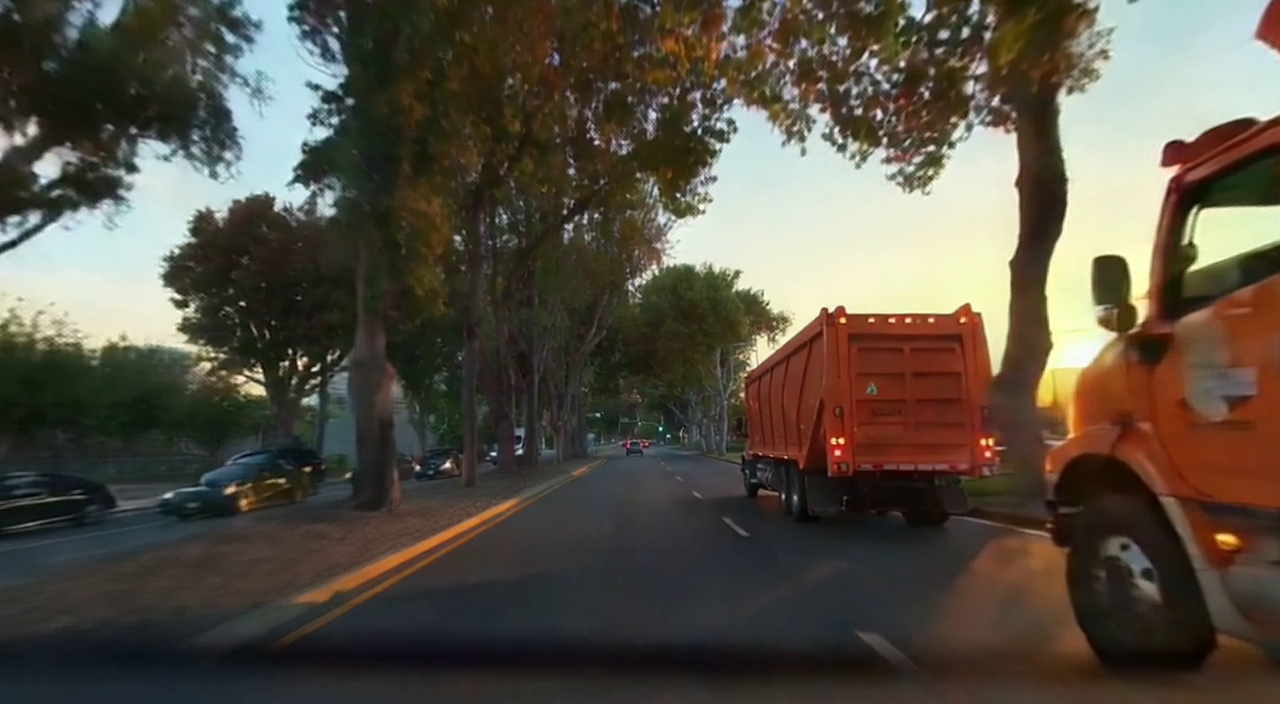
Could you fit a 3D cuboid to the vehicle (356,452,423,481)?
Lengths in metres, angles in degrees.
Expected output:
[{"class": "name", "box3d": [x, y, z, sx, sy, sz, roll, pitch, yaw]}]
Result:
[{"class": "vehicle", "box3d": [-14.116, 6.471, 35.900, 1.928, 1.480, 4.686, 0, -8, -1]}]

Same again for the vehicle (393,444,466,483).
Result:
[{"class": "vehicle", "box3d": [-10.210, 5.422, 31.077, 2.089, 1.754, 4.573, 0, -9, -1]}]

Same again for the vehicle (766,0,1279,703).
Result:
[{"class": "vehicle", "box3d": [3.740, 0.441, 6.079, 2.731, 3.407, 10.262, 0, -9, -1]}]

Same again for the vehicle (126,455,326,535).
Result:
[{"class": "vehicle", "box3d": [-9.568, 3.279, 15.148, 1.953, 1.539, 4.326, 0, -9, -2]}]

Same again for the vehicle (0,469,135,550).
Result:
[{"class": "vehicle", "box3d": [-13.212, 3.226, 13.077, 1.803, 1.427, 4.604, 0, -9, -2]}]
